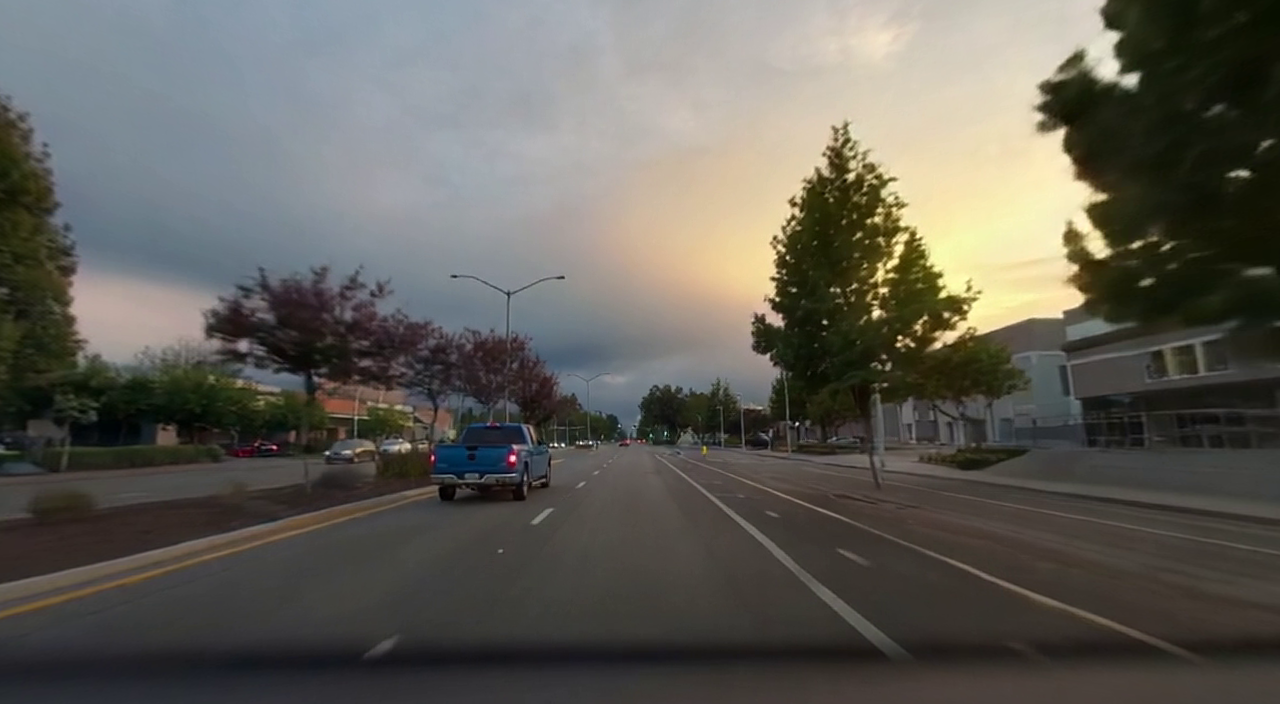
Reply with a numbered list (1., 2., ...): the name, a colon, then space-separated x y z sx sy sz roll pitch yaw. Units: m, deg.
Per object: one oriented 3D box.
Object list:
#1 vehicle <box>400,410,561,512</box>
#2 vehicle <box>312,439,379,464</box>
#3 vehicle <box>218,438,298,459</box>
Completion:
1. vehicle: -3.157 2.292 13.868 2.065 1.790 5.417 0 -8 1
2. vehicle: -18.475 6.255 39.740 1.854 1.472 4.854 0 -8 1
3. vehicle: -28.617 7.238 47.213 4.702 1.485 2.024 0 -8 2
